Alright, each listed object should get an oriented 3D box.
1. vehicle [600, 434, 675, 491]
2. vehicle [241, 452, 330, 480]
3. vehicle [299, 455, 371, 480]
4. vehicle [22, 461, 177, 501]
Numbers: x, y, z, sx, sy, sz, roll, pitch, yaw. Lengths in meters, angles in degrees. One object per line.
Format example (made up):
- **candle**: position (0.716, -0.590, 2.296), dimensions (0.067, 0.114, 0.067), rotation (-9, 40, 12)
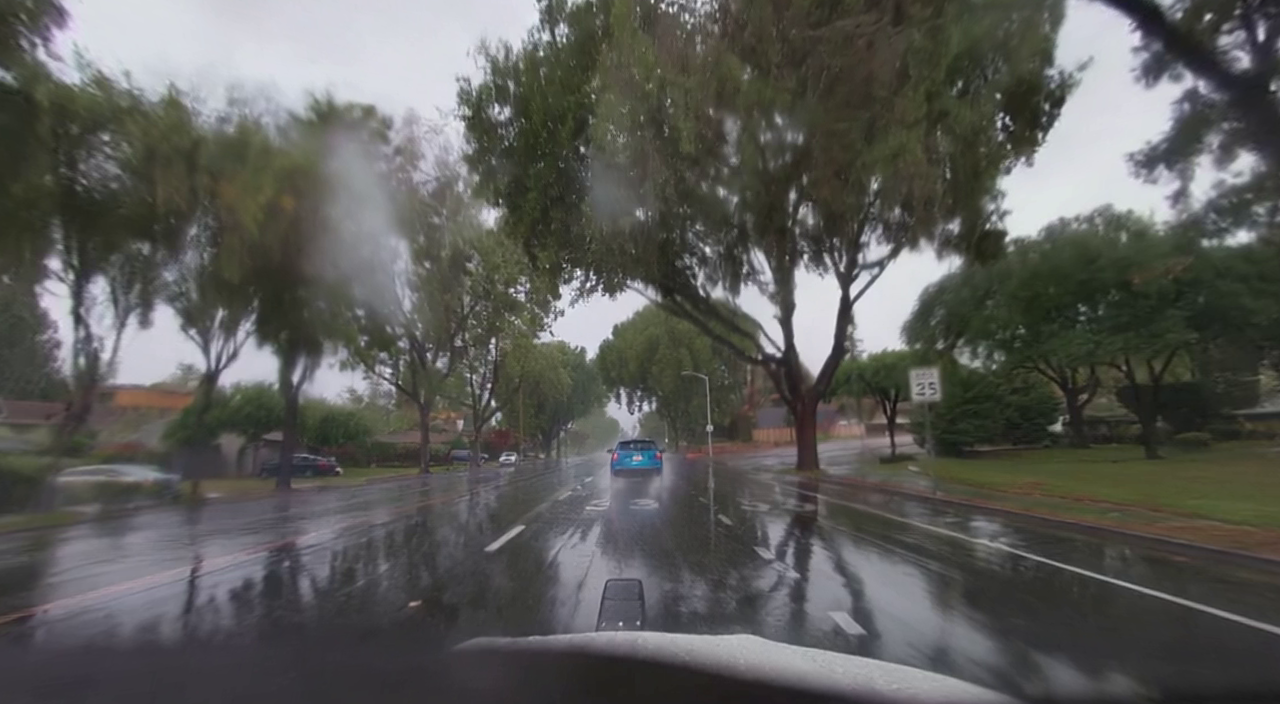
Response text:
- **vehicle**: position (-0.092, 3.558, 20.586), dimensions (2.181, 1.639, 4.127), rotation (0, -9, 0)
- **vehicle**: position (-24.008, 7.729, 42.937), dimensions (4.866, 1.614, 1.911), rotation (-2, -9, -4)
- **vehicle**: position (-21.948, 8.339, 45.627), dimensions (4.241, 1.500, 1.956), rotation (-4, -9, 1)
- **vehicle**: position (-21.438, 5.098, 25.186), dimensions (4.433, 1.462, 1.834), rotation (0, -9, 0)
